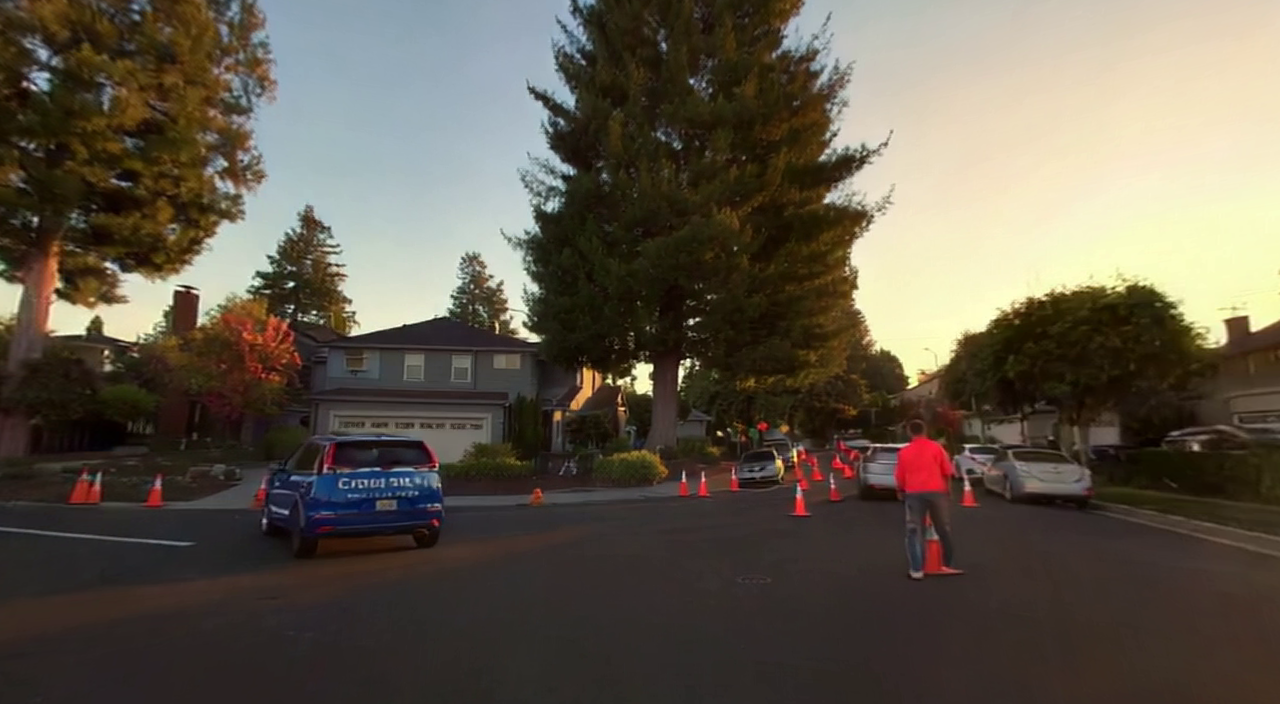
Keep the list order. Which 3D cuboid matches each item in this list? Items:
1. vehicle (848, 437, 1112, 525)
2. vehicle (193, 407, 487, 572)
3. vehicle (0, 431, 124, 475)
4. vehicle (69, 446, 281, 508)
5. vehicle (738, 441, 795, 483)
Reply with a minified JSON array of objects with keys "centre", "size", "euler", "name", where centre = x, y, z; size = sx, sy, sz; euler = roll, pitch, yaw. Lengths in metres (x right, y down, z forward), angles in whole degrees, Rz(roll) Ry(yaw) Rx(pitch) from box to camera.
[{"centre":[7.172,2.651,13.551],"size":[4.656,1.577,2.099],"euler":[1,-8,-13],"name":"vehicle"},{"centre":[-4.399,1.807,9.070],"size":[4.094,1.748,2.350],"euler":[-8,-11,42],"name":"vehicle"},{"centre":[-27.169,4.699,29.618],"size":[1.908,1.898,4.120],"euler":[-2,-9,14],"name":"vehicle"},{"centre":[-12.807,3.377,17.466],"size":[5.022,1.497,1.996],"euler":[-3,-9,17],"name":"vehicle"},{"centre":[5.875,4.996,28.935],"size":[2.014,1.742,4.297],"euler":[-3,-9,18],"name":"vehicle"}]
